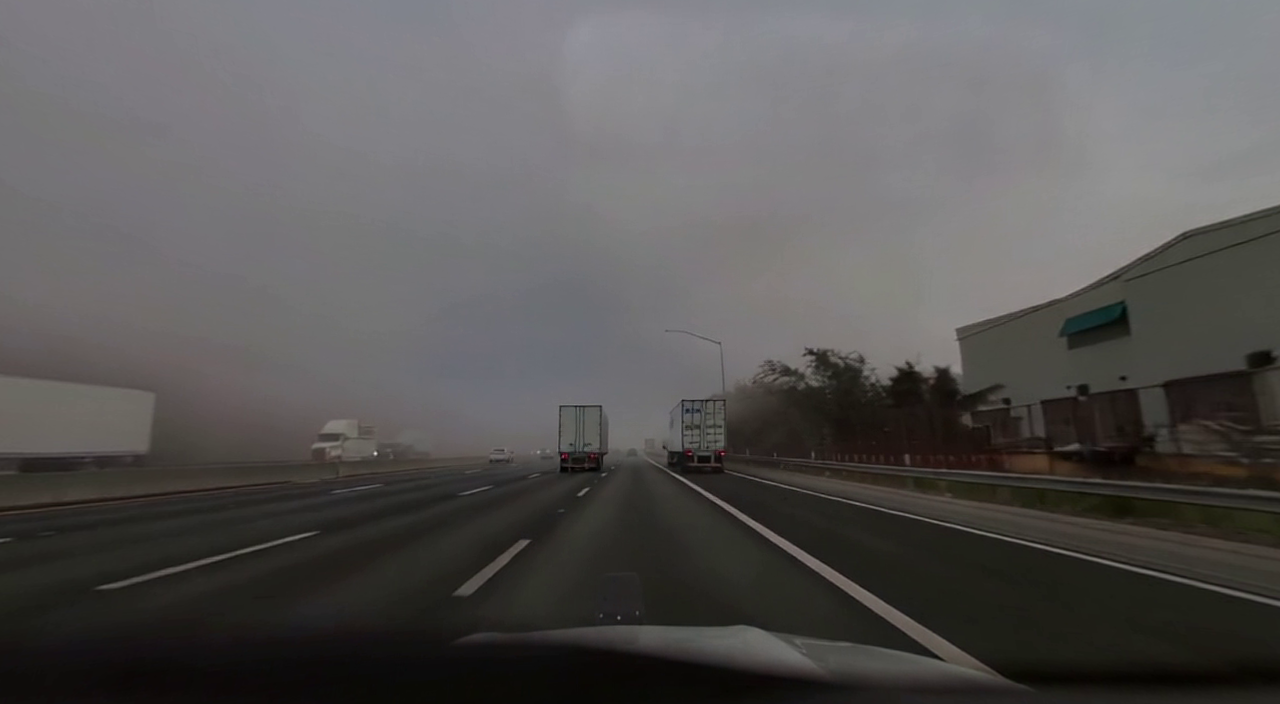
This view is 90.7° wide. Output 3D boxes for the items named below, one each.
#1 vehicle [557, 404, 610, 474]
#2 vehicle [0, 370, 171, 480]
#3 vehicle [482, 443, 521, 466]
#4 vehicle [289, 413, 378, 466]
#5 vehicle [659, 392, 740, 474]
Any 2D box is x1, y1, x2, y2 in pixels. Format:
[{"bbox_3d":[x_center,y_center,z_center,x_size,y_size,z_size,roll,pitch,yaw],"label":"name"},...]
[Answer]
[{"bbox_3d":[-3.624,6.027,44.138,2.848,4.098,13.421,1,-7,-2],"label":"vehicle"},{"bbox_3d":[-23.433,2.694,22.933,2.831,3.746,13.356,0,-9,-1],"label":"vehicle"},{"bbox_3d":[-10.597,7.868,48.662,2.132,1.679,4.045,0,-9,-1],"label":"vehicle"},{"bbox_3d":[-23.427,6.803,48.973,3.025,3.725,7.836,0,-9,-1],"label":"vehicle"},{"bbox_3d":[3.198,5.097,39.464,2.908,3.898,17.275,2,-8,-1],"label":"vehicle"}]
